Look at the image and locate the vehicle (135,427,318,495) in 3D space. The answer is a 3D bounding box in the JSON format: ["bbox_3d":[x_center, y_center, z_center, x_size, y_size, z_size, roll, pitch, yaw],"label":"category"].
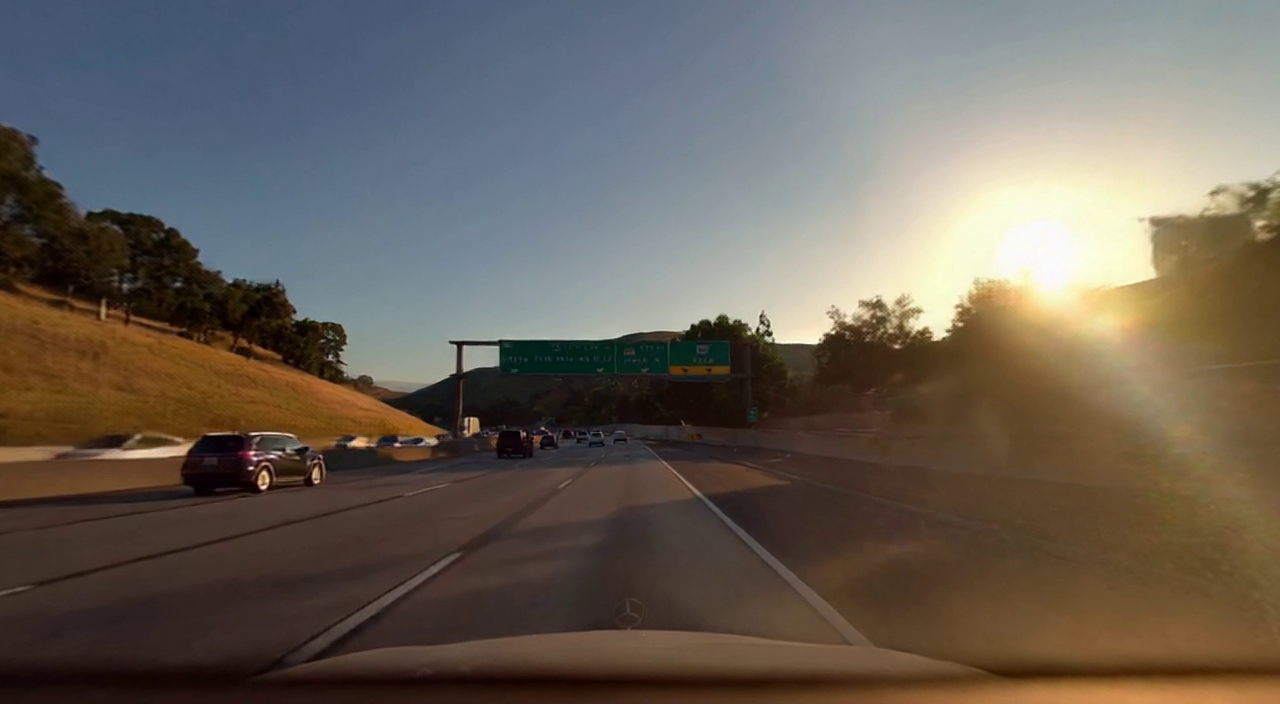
[{"bbox_3d":[-11.231,2.979,17.575,2.001,1.625,4.528,0,-8,0],"label":"vehicle"}]

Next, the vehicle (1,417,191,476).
[{"bbox_3d":[-18.427,3.240,21.709,2.086,1.767,4.966,0,-8,0],"label":"vehicle"}]
